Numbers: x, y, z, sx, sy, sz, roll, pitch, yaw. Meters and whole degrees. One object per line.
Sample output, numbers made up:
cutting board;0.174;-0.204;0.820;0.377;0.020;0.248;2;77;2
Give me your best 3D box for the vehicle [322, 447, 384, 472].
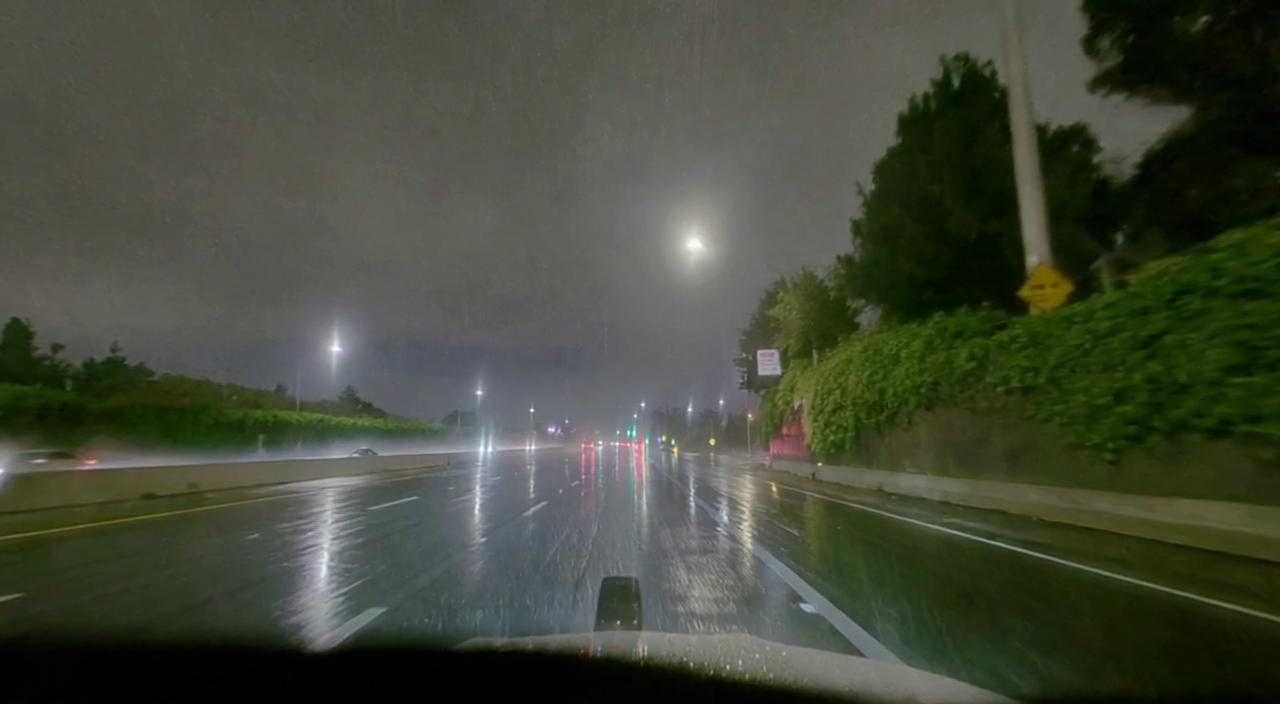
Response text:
vehicle;-18.270;6.853;40.466;1.892;1.430;4.575;0;-8;-1
